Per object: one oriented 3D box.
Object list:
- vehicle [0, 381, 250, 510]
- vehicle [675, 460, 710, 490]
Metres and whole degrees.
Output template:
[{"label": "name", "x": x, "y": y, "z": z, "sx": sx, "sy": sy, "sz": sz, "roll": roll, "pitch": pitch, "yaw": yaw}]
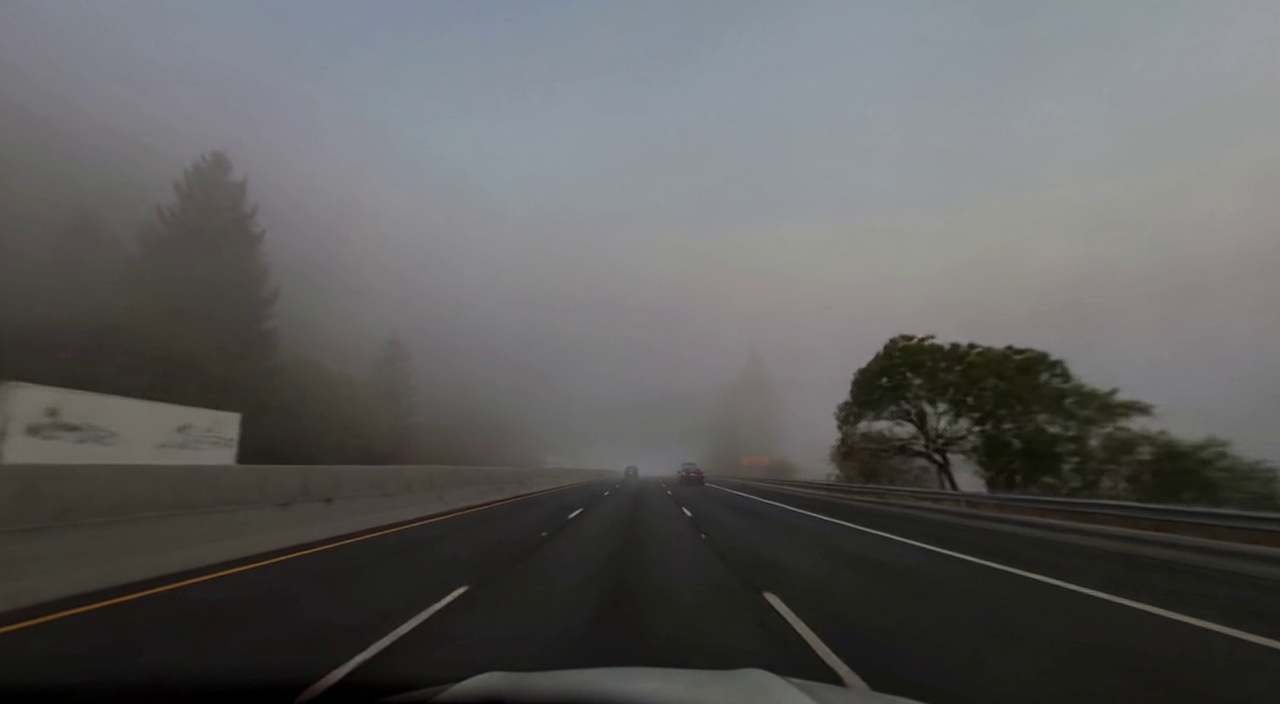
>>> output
[{"label": "vehicle", "x": -21.929, "y": 3.976, "z": 25.607, "sx": 2.901, "sy": 4.051, "sz": 14.203, "roll": 1, "pitch": -10, "yaw": 1}, {"label": "vehicle", "x": 3.651, "y": 8.647, "z": 44.526, "sx": 2.093, "sy": 1.933, "sz": 4.623, "roll": 1, "pitch": -10, "yaw": 0}]
